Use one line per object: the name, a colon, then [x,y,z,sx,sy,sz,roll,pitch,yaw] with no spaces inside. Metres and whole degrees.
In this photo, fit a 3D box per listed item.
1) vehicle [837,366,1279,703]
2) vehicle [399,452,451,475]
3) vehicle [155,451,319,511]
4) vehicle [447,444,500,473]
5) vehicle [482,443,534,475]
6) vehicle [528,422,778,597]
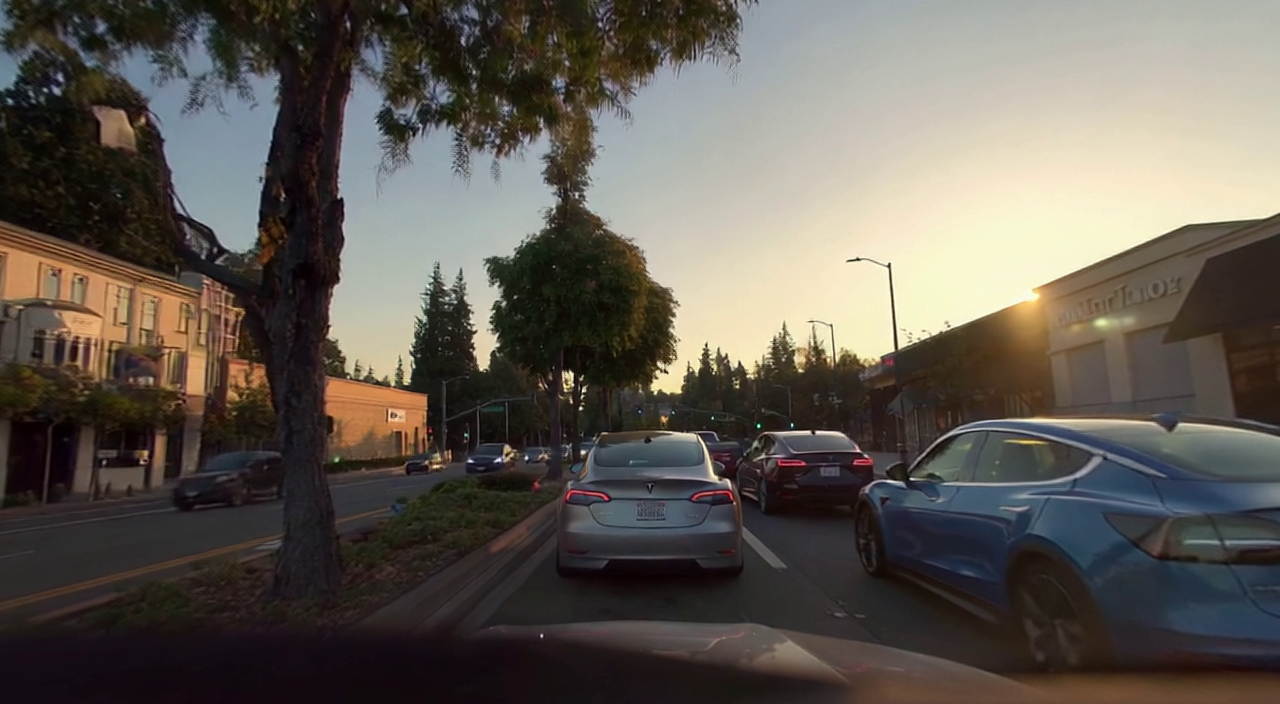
vehicle: [3.203,1.195,4.640,2.038,1.651,4.455,0,-8,0]
vehicle: [-14.670,7.605,43.271,1.999,1.462,4.200,0,-8,1]
vehicle: [-11.582,3.694,18.553,1.917,1.506,4.280,0,-8,1]
vehicle: [-10.987,7.027,41.856,2.122,1.786,4.757,0,-8,1]
vehicle: [-7.360,6.001,35.556,1.968,1.682,4.213,0,-8,1]
vehicle: [0.116,1.645,7.439,2.137,1.488,3.938,0,-8,0]
